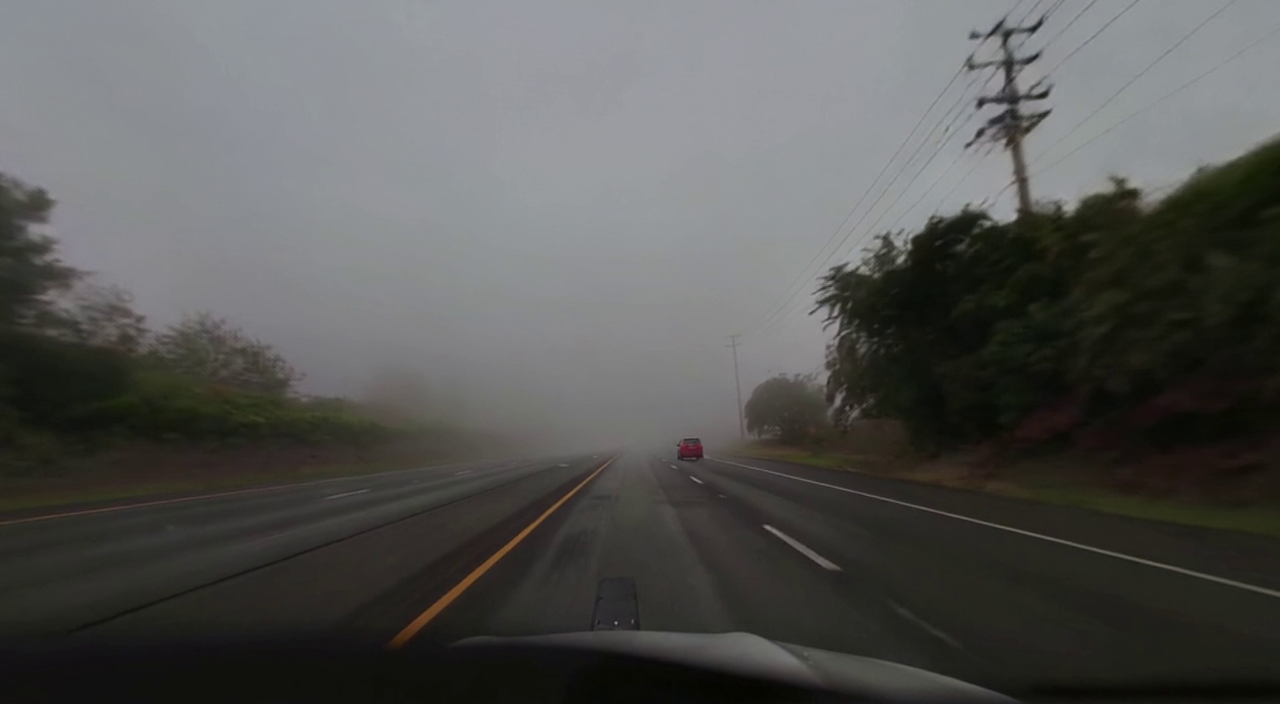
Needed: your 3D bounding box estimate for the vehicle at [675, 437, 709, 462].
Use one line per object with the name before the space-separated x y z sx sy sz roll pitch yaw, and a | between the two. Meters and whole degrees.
vehicle | 3.473 6.564 42.740 1.977 1.581 4.428 -1 -8 0
